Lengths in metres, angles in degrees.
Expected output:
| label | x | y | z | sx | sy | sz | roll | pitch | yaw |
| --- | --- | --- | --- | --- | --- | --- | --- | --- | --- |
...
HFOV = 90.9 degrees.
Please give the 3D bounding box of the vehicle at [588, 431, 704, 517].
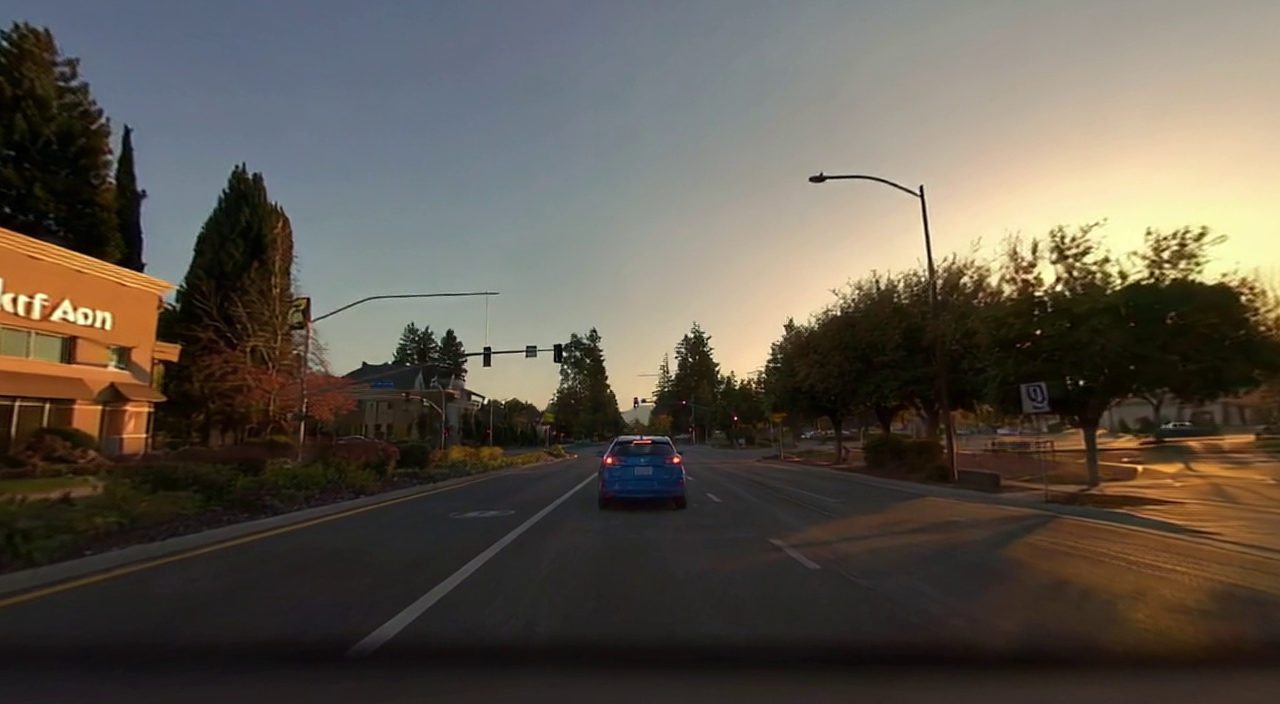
| label | x | y | z | sx | sy | sz | roll | pitch | yaw |
| --- | --- | --- | --- | --- | --- | --- | --- | --- | --- |
| vehicle | 0.068 | 2.464 | 13.304 | 2.028 | 1.478 | 4.545 | 0 | -8 | -1 |
